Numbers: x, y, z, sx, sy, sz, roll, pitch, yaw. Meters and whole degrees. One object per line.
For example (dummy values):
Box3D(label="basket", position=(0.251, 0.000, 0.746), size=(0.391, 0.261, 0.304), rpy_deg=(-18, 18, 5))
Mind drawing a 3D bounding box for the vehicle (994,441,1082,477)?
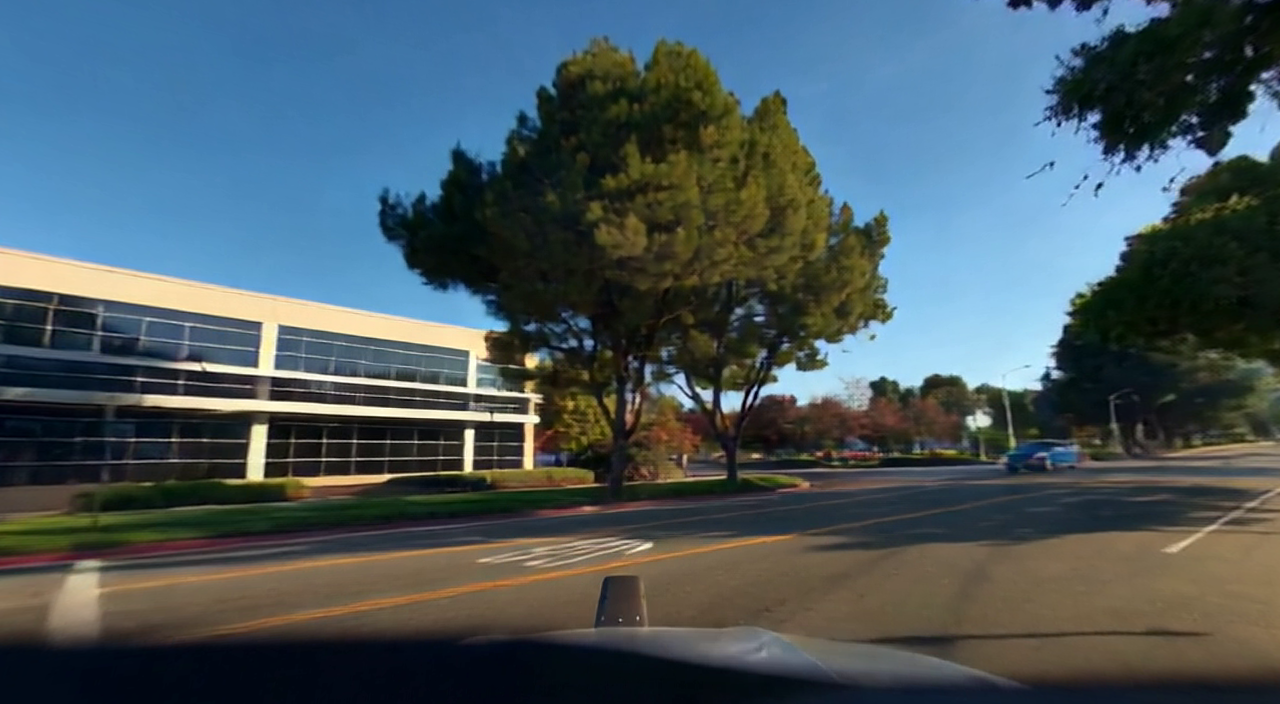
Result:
Box3D(label="vehicle", position=(17.839, 4.766, 28.267), size=(4.433, 1.465, 1.926), rpy_deg=(7, -11, -39))
